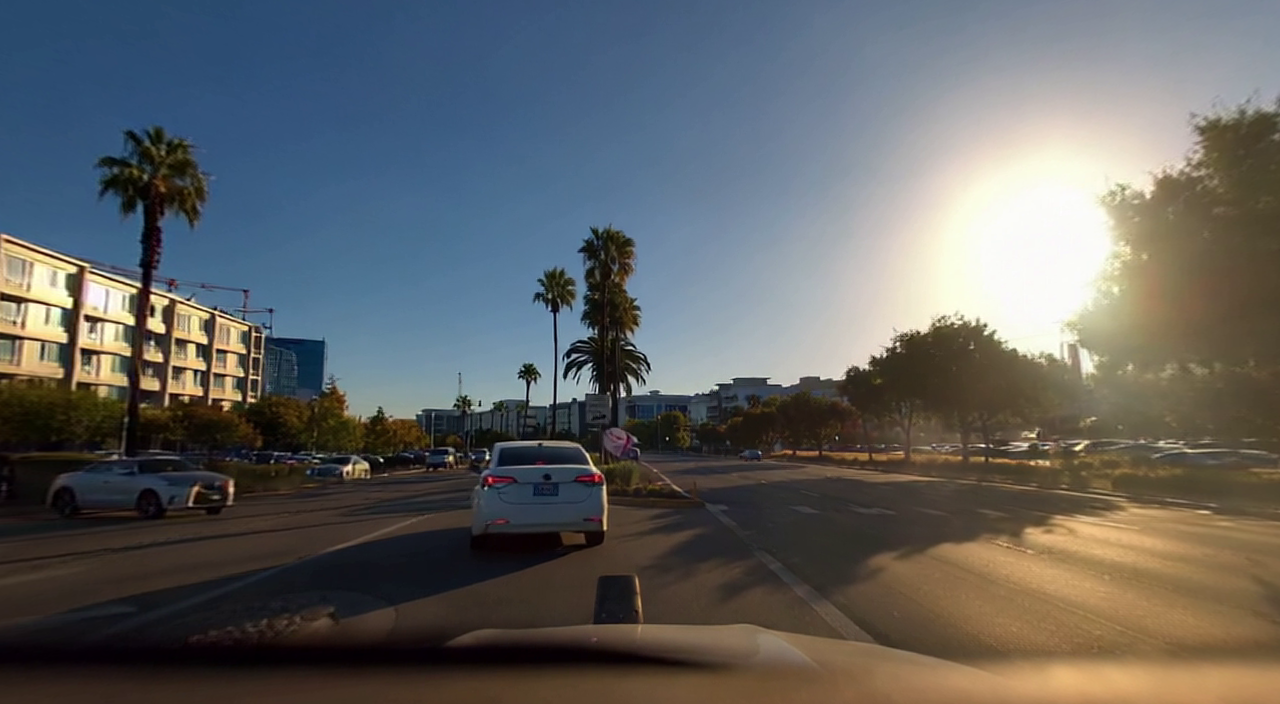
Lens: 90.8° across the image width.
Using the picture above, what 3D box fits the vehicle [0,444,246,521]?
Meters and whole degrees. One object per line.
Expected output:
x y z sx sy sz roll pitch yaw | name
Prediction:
-11.821 2.905 14.476 4.457 1.552 2.095 -2 -9 14 | vehicle

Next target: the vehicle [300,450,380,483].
-14.875 5.671 31.623 2.099 1.464 4.615 1 -9 -5 | vehicle

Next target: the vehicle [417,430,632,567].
-1.947 1.959 9.326 1.986 1.473 4.382 4 -9 -25 | vehicle

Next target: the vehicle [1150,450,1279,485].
25.863 5.118 28.109 4.446 1.464 1.954 -1 -9 4 | vehicle
